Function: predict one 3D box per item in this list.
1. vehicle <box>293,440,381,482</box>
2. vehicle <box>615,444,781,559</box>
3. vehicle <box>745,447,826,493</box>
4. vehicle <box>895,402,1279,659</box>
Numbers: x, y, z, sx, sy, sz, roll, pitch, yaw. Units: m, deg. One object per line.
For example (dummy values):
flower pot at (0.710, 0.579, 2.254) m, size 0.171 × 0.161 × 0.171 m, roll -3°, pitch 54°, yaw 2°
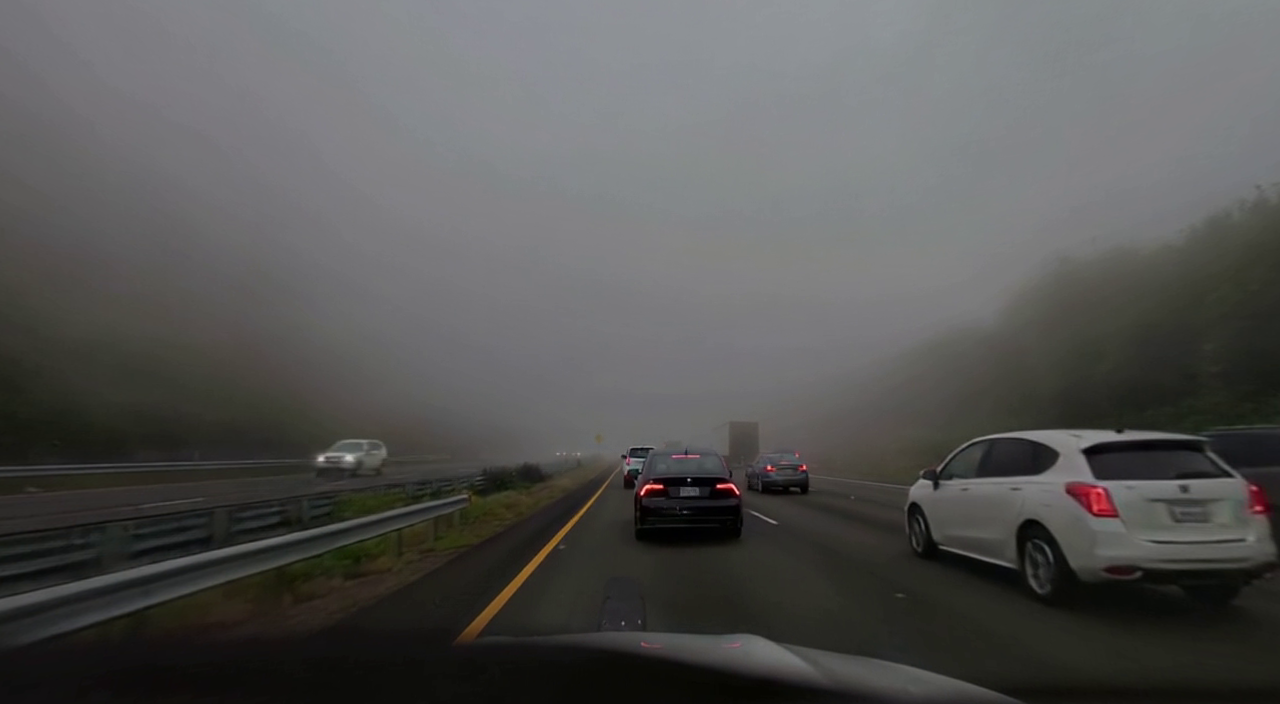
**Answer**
vehicle at (-12.163, 4.385, 25.548) m, size 1.744 × 1.527 × 3.666 m, roll 0°, pitch -9°, yaw -1°
vehicle at (0.702, 2.194, 9.906) m, size 2.094 × 1.426 × 3.725 m, roll 0°, pitch -9°, yaw -1°
vehicle at (5.223, 4.276, 23.221) m, size 1.908 × 1.500 × 4.157 m, roll 0°, pitch -9°, yaw -2°
vehicle at (4.625, 1.522, 6.487) m, size 1.998 × 1.657 × 4.604 m, roll 0°, pitch -9°, yaw -1°
